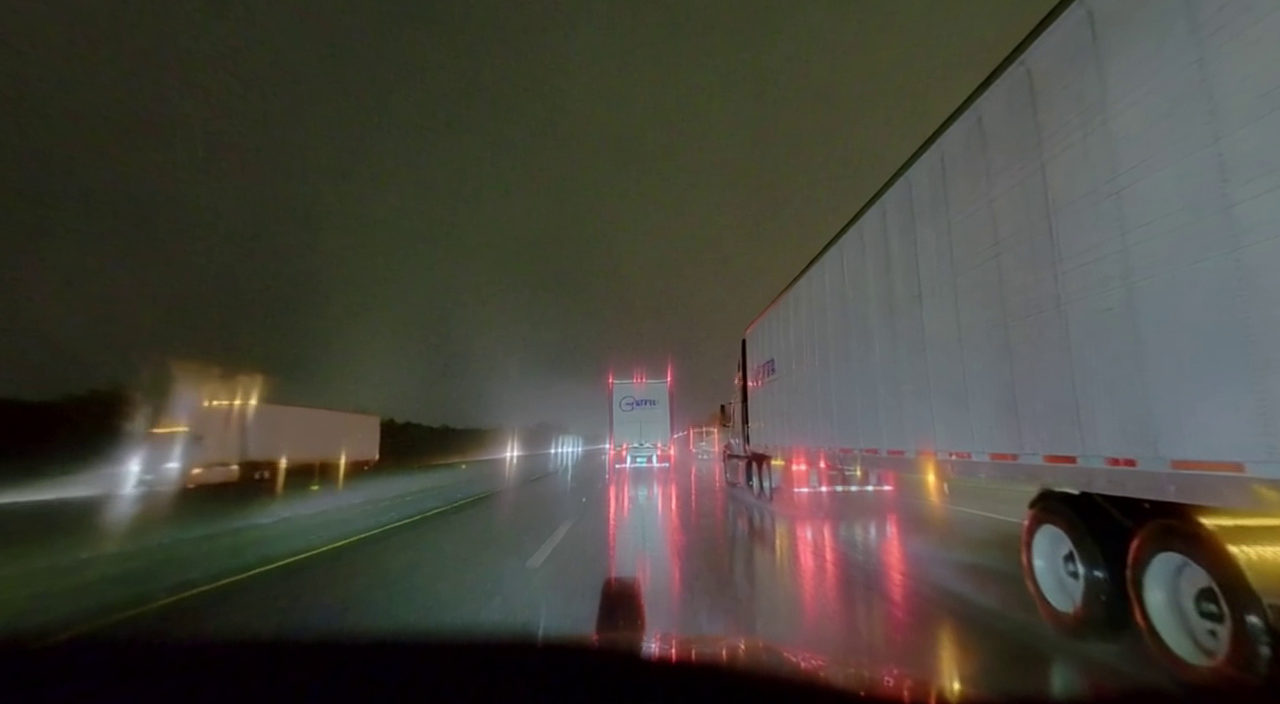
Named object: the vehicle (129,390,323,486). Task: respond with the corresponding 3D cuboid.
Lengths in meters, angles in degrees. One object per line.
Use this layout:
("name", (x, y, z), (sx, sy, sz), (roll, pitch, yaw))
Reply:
("vehicle", (-20.299, 4.443, 32.189), (2.941, 4.110, 10.247), (0, -9, -1))

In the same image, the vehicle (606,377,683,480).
("vehicle", (0.141, 3.590, 28.562), (2.864, 3.805, 9.709), (0, -9, 0))

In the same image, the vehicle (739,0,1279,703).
("vehicle", (4.108, 0.470, 8.494), (3.044, 4.128, 14.482), (0, -9, -1))
